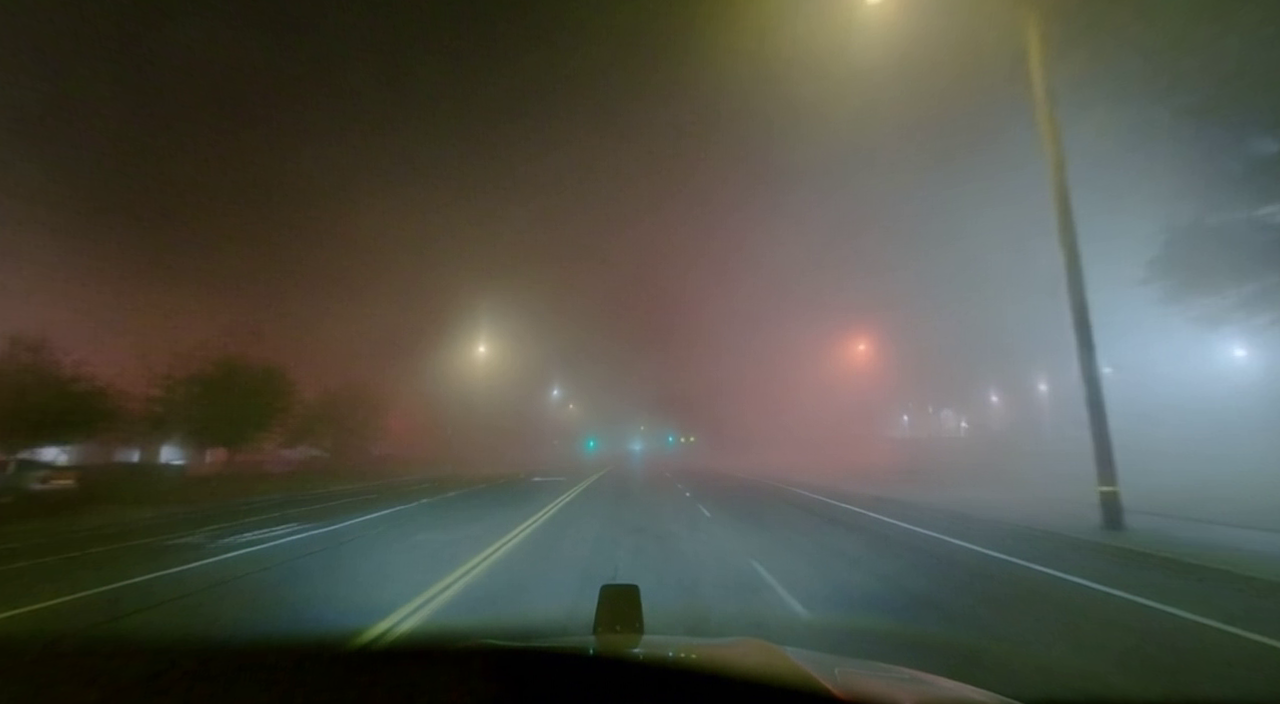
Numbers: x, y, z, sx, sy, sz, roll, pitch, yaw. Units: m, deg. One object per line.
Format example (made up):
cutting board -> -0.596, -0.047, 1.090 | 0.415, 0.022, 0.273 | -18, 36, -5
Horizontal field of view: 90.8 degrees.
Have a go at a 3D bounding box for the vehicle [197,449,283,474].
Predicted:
vehicle -> -28.301, 7.742, 44.783 | 4.626, 1.753, 2.054 | 0, -9, 0

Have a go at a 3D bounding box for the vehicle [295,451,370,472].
vehicle -> -23.211, 8.261, 47.802 | 4.686, 1.495, 1.879 | 0, -9, 1
